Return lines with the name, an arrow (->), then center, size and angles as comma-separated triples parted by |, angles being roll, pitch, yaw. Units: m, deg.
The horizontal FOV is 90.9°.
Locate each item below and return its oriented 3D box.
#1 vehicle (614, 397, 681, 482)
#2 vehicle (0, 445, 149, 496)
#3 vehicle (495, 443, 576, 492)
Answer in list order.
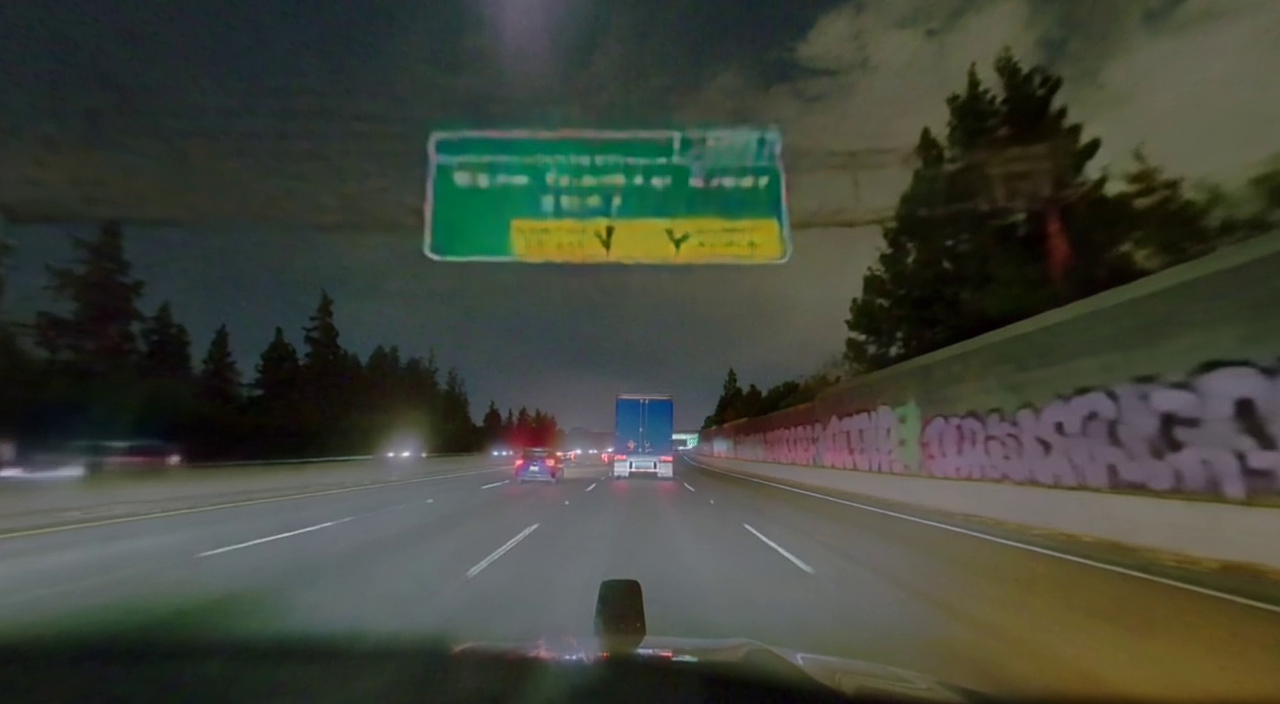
vehicle -> 0.212, 4.590, 32.527 | 2.915, 3.661, 9.741 | 0, -9, -1
vehicle -> -18.211, 3.750, 20.248 | 1.732, 1.449, 3.840 | 0, -9, 0
vehicle -> -3.467, 3.924, 21.730 | 2.020, 1.505, 4.171 | 0, -9, 0
